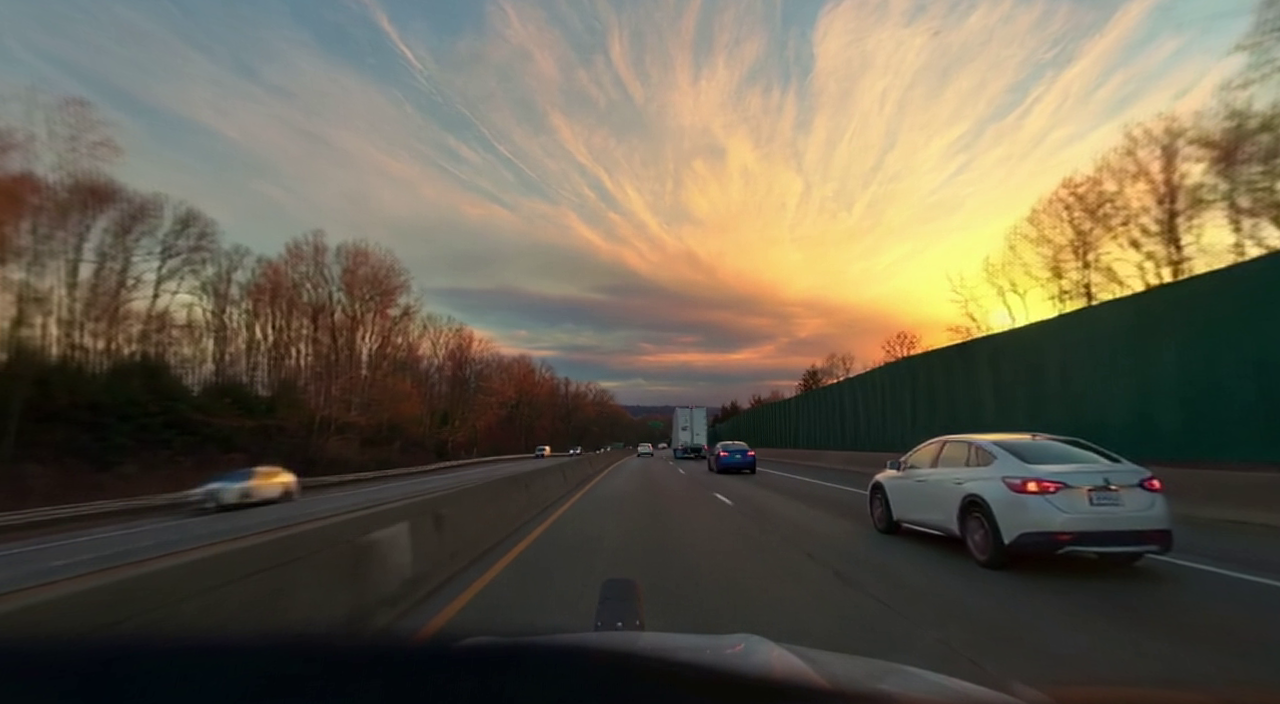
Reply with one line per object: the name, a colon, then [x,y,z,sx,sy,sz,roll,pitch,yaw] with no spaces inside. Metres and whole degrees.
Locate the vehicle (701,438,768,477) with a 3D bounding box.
vehicle: [3.865,4.367,26.428,2.000,1.473,4.440,1,-8,-2]

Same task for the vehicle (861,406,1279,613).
vehicle: [4.163,1.478,6.818,1.940,1.539,4.005,1,-8,-2]

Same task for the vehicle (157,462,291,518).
vehicle: [-12.981,4.298,19.993,1.777,1.465,3.889,1,-8,-4]
